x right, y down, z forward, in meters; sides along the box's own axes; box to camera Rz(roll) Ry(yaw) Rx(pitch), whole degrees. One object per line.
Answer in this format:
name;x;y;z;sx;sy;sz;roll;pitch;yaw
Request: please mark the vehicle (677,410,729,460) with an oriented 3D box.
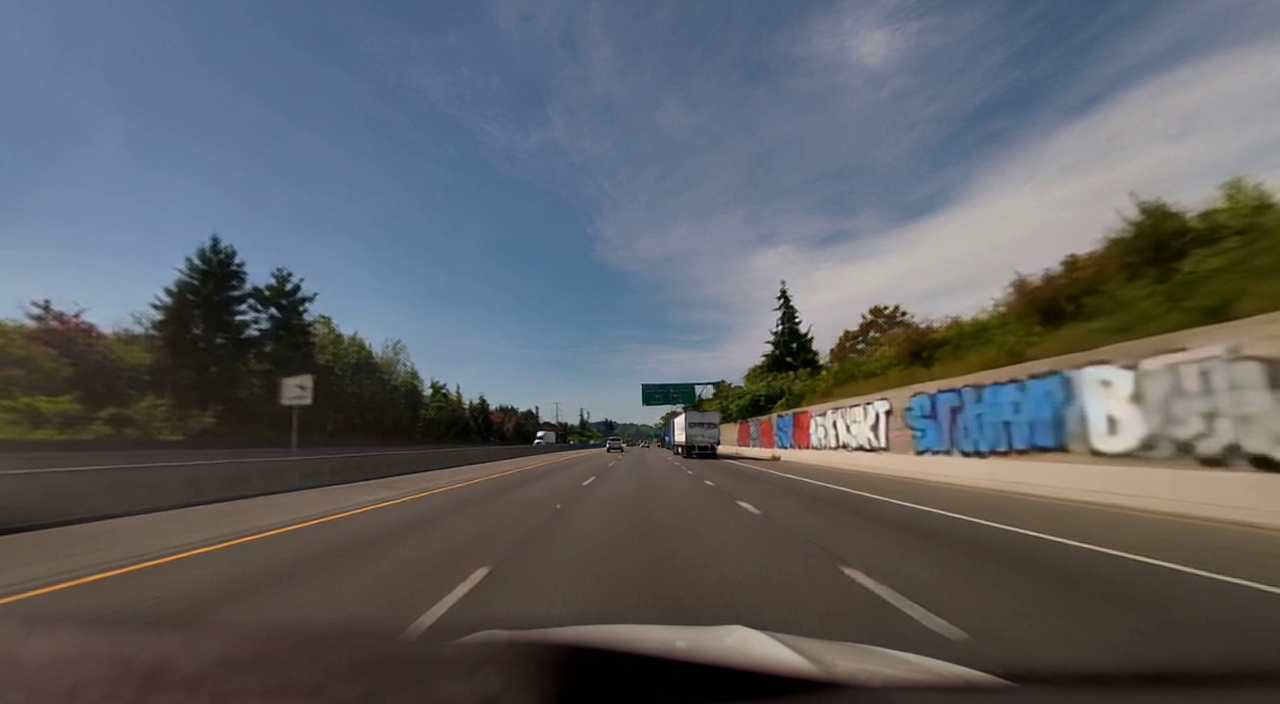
vehicle;4.700;6.516;49.105;2.949;3.470;10.539;-1;-8;0
